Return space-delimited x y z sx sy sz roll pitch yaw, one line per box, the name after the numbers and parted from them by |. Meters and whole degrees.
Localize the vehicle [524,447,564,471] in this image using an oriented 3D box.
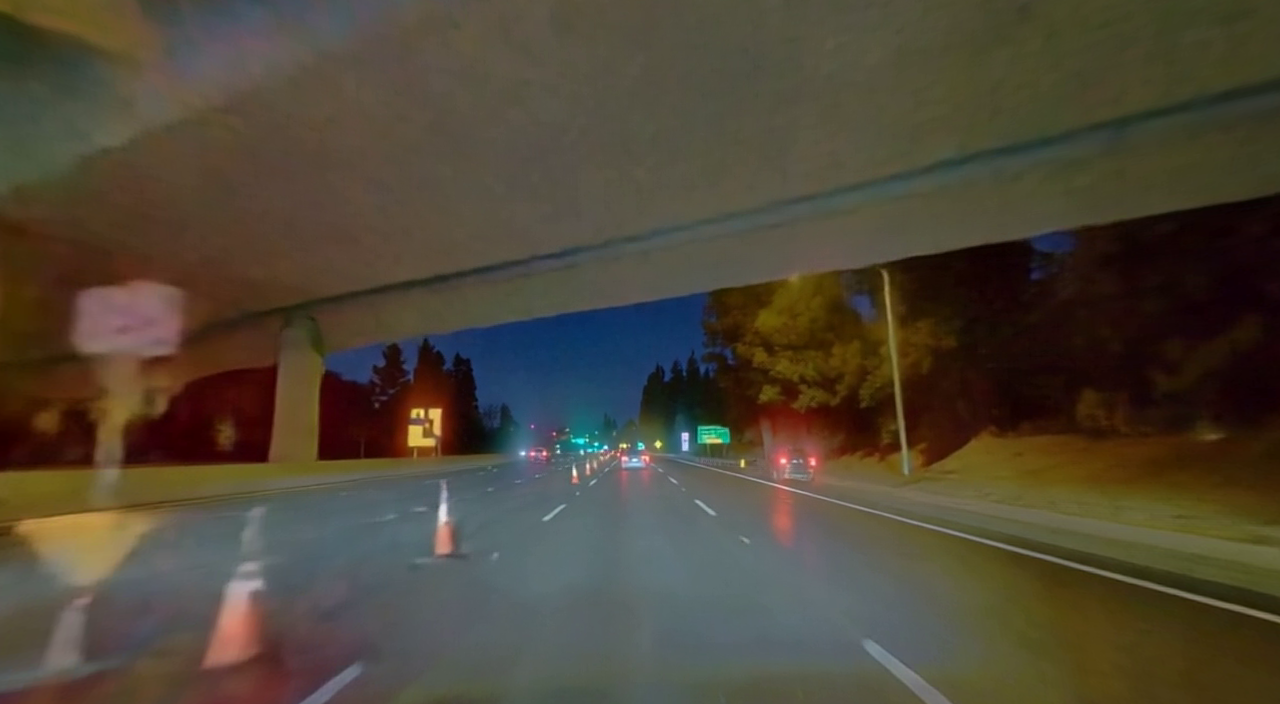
-6.332 7.061 41.926 1.997 1.507 4.248 0 -9 0 | vehicle

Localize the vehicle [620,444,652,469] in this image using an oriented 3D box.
-0.305 7.205 43.641 2.109 1.638 3.856 0 -9 -1 | vehicle
